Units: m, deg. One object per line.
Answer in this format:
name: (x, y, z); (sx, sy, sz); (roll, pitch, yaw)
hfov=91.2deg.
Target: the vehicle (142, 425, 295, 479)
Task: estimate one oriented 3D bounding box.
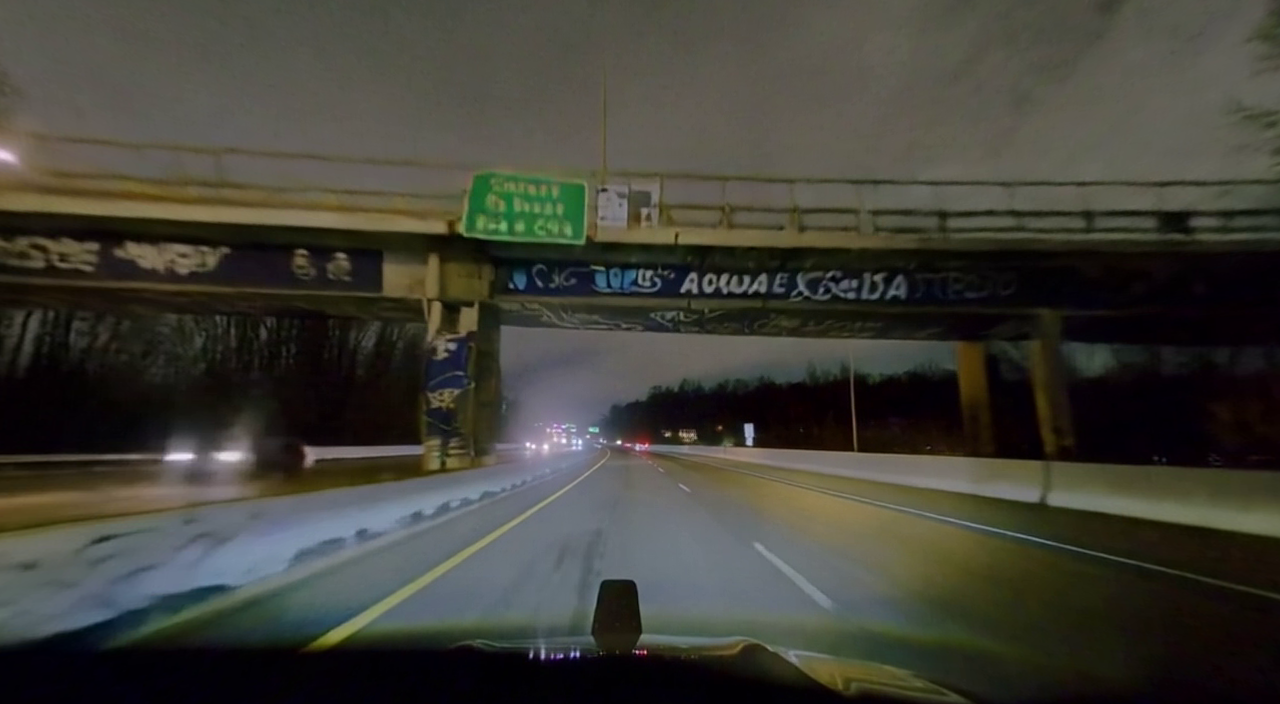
vehicle: (-12.680, 3.063, 19.247); (1.890, 1.476, 4.050); (0, -9, -1)
